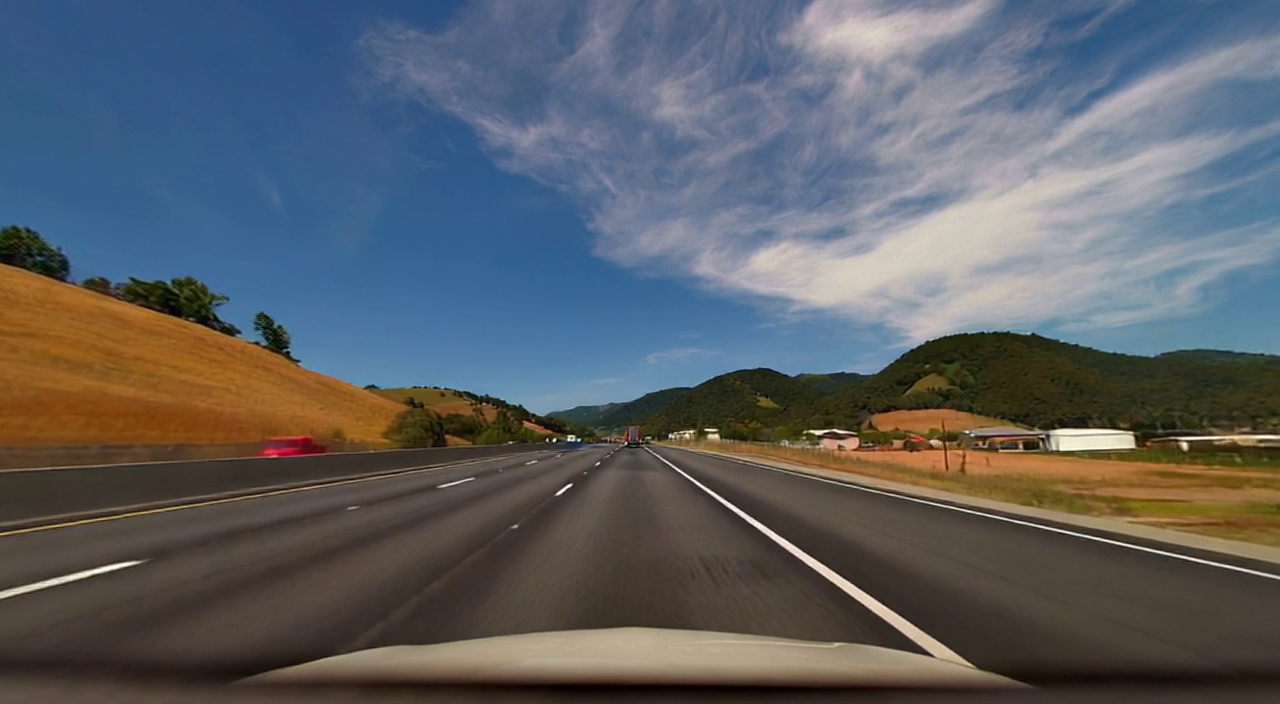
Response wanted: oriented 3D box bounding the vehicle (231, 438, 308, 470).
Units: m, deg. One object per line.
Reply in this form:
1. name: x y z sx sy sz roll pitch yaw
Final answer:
1. vehicle: -23.556 6.490 40.248 2.028 1.893 4.760 0 -8 -1
